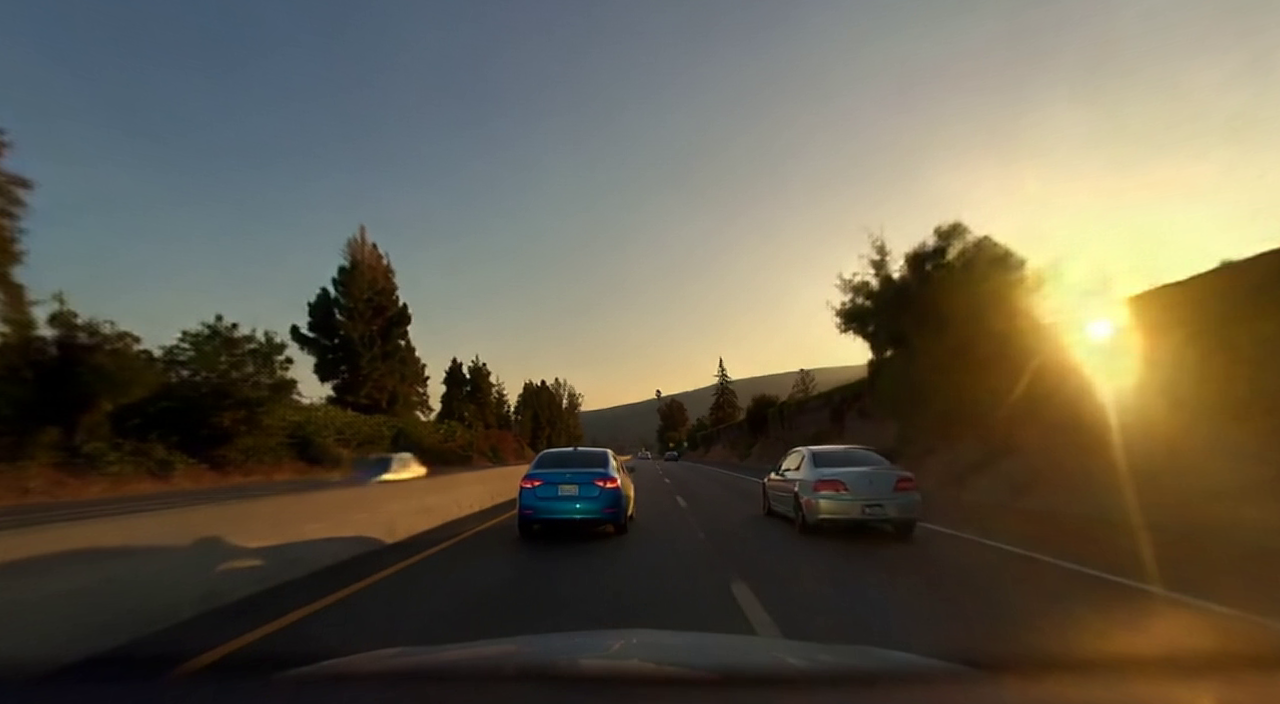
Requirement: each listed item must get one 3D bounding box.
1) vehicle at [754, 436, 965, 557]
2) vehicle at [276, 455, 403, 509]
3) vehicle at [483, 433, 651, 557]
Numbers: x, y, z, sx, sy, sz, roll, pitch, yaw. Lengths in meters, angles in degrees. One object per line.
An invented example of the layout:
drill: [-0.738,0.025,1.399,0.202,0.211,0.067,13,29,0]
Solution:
vehicle: [3.198,2.179,10.150,2.021,1.533,4.014,-1,-9,2]
vehicle: [-9.660,4.171,20.575,1.937,1.521,4.208,-1,-9,2]
vehicle: [-0.902,2.153,10.147,2.083,1.548,4.251,-1,-9,2]
